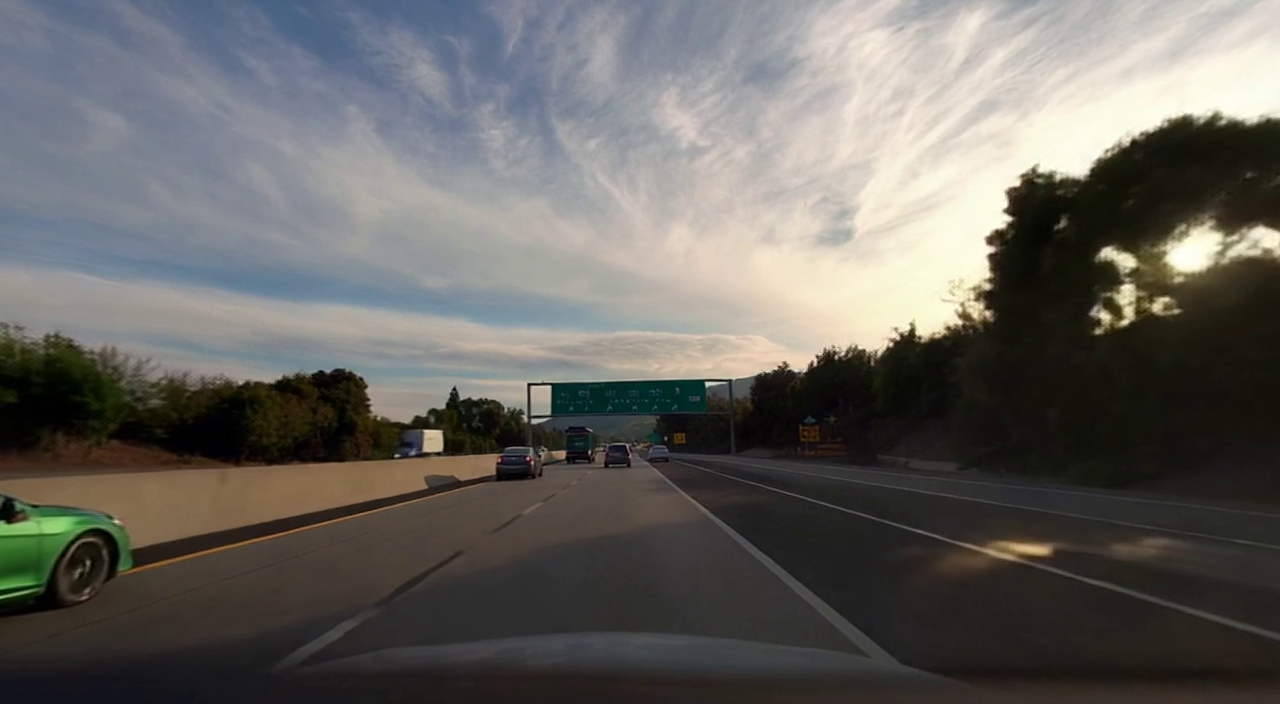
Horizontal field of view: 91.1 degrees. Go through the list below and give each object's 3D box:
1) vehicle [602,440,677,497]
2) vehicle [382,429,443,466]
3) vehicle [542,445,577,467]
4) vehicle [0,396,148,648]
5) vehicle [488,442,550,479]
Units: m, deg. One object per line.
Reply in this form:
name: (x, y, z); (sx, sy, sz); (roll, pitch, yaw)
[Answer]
vehicle: (-0.034, 3.267, 17.959); (1.940, 1.451, 3.512); (0, -9, 0)
vehicle: (-17.376, 7.378, 48.386); (2.546, 2.647, 5.845); (0, -9, 0)
vehicle: (-5.467, 7.114, 42.966); (1.814, 1.417, 3.860); (0, -9, 1)
vehicle: (-5.179, 0.968, 3.165); (2.058, 1.626, 4.118); (0, -9, -1)
vehicle: (-5.205, 4.732, 27.568); (1.892, 1.481, 4.180); (0, -9, 0)
